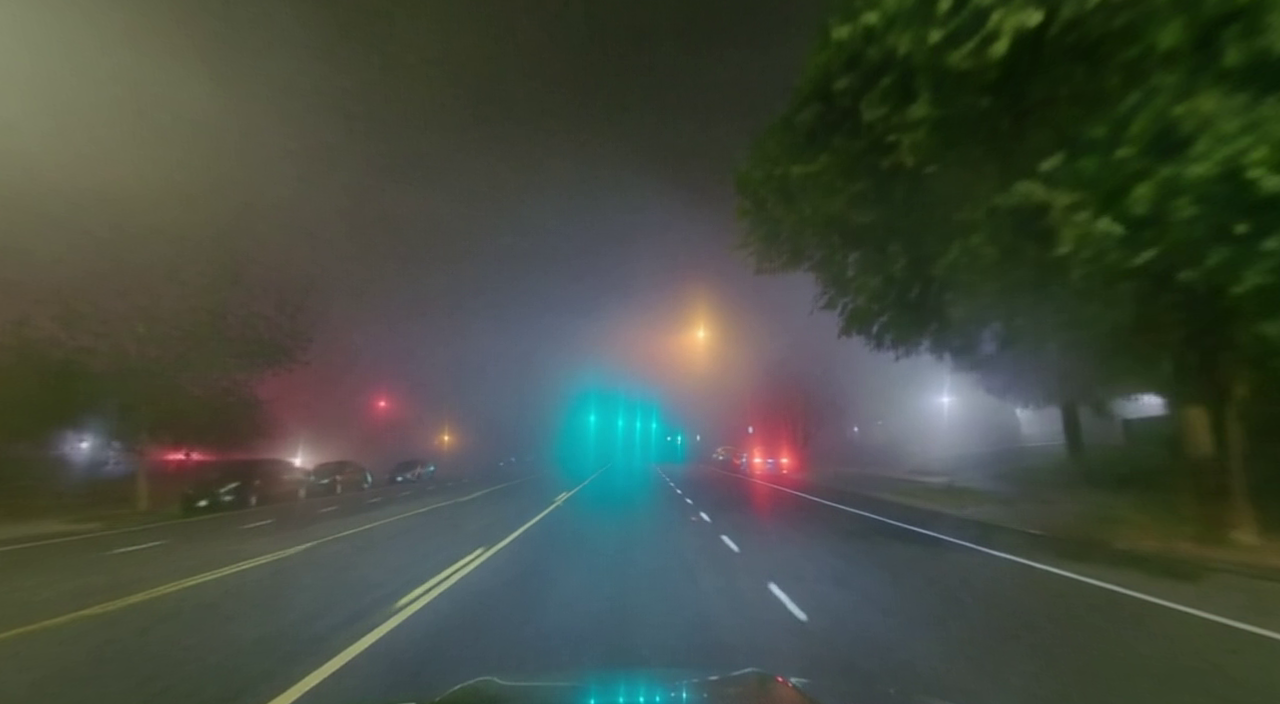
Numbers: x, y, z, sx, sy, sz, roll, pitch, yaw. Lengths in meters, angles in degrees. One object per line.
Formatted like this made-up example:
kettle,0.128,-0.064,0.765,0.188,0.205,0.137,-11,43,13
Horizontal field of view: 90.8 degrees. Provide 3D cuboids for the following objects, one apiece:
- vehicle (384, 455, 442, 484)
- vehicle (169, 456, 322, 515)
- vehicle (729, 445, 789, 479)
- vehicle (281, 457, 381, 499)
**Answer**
vehicle,-12.843,6.663,36.042,1.812,1.454,4.351,0,-9,-1
vehicle,-12.742,4.310,20.869,2.078,1.618,4.650,0,-9,-1
vehicle,5.584,5.186,30.114,1.875,1.466,4.355,0,-9,-2
vehicle,-12.769,5.207,26.482,1.817,1.485,4.687,0,-9,0
